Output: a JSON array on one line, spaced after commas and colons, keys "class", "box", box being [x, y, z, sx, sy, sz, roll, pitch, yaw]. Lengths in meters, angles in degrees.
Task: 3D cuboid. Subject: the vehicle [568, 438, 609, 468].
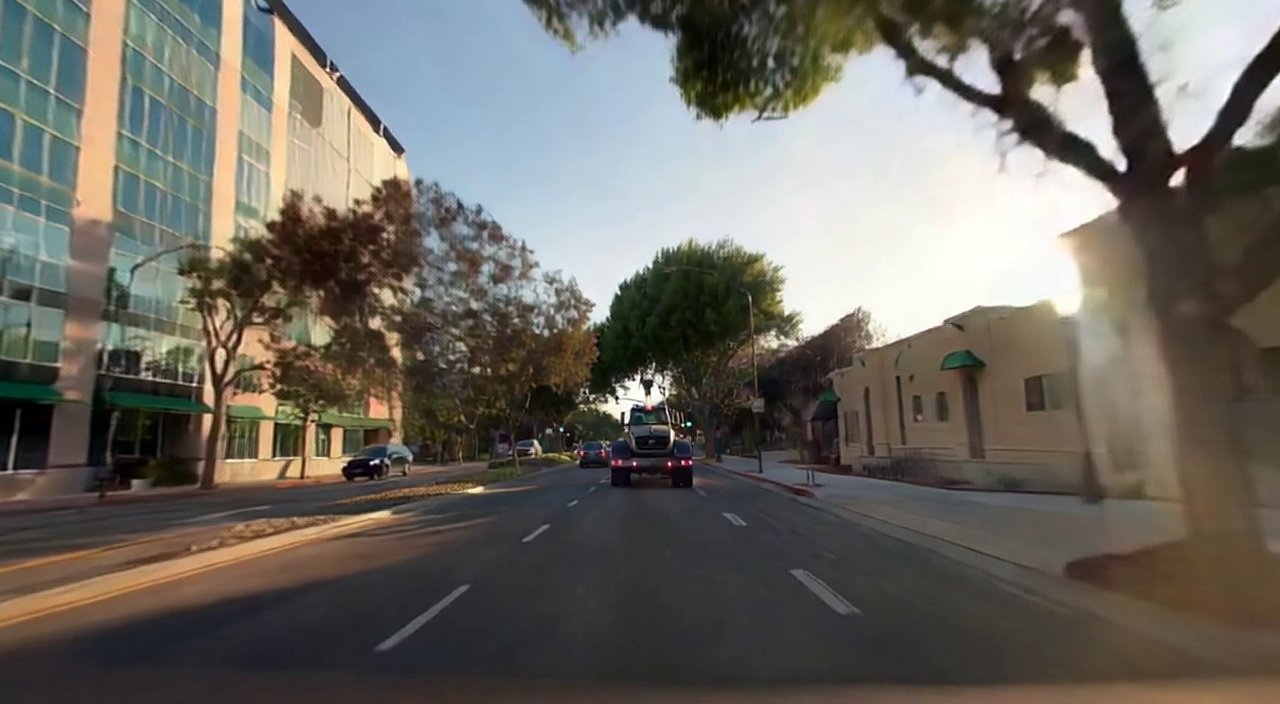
[{"class": "vehicle", "box": [-3.048, 6.088, 38.192, 2.081, 1.688, 4.235, 0, -9, 1]}]

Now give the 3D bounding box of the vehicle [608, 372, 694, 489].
[{"class": "vehicle", "box": [0.268, 3.165, 24.493, 2.552, 3.461, 11.044, -1, -8, -1]}]

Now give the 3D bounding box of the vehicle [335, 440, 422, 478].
[{"class": "vehicle", "box": [-14.756, 6.065, 36.136, 2.225, 1.946, 6.187, 0, -9, 1]}]
